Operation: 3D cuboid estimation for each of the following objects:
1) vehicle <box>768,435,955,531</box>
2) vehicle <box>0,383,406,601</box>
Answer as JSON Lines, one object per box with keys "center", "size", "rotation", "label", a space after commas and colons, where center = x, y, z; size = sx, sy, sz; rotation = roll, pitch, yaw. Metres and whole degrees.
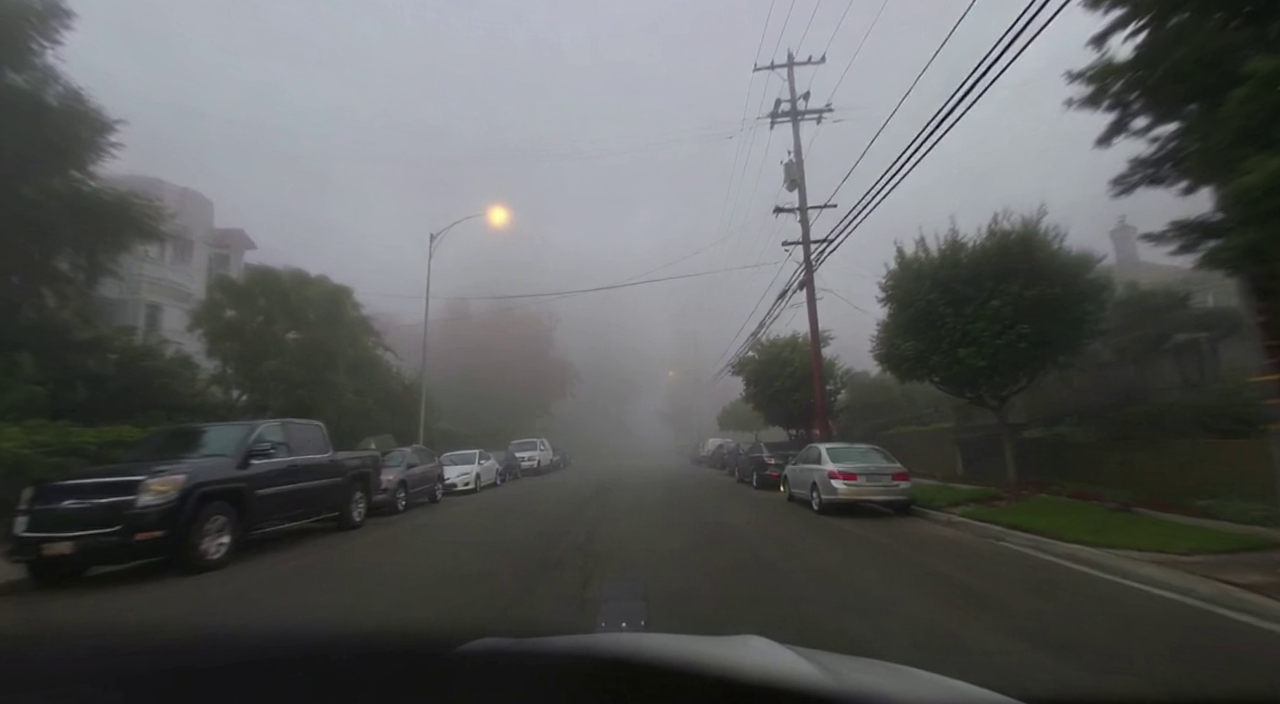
{"center": [4.084, 2.472, 12.615], "size": [1.871, 1.522, 4.746], "rotation": [0, -8, -2], "label": "vehicle"}
{"center": [-5.723, 1.756, 8.923], "size": [2.384, 1.992, 5.965], "rotation": [-2, -9, 2], "label": "vehicle"}
